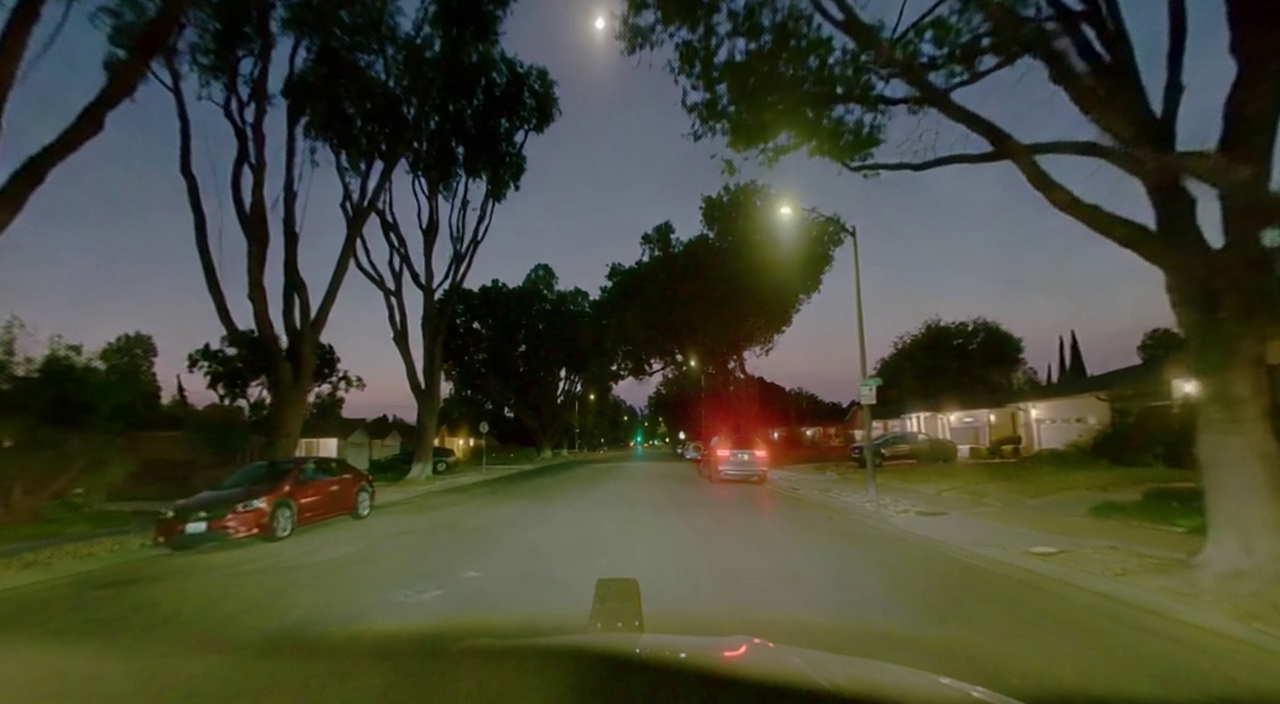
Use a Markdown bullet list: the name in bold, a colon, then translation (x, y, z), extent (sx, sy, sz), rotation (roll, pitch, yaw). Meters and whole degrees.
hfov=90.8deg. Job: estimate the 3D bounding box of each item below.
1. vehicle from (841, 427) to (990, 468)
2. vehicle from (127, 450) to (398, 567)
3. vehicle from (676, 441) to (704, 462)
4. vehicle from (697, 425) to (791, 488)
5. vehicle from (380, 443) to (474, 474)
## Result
- **vehicle**: translation (10.644, 3.759, 24.871), extent (5.041, 1.486, 1.969), rotation (-2, -9, 14)
- **vehicle**: translation (-6.249, 2.571, 11.225), extent (2.099, 1.399, 4.357), rotation (-4, -8, 1)
- **vehicle**: translation (3.798, 7.651, 48.746), extent (2.016, 1.567, 4.228), rotation (-1, -8, 2)
- **vehicle**: translation (3.337, 3.485, 21.380), extent (2.241, 1.875, 5.059), rotation (0, -8, -1)
- **vehicle**: translation (-12.794, 6.416, 38.136), extent (4.928, 1.797, 1.981), rotation (-1, -8, 2)
